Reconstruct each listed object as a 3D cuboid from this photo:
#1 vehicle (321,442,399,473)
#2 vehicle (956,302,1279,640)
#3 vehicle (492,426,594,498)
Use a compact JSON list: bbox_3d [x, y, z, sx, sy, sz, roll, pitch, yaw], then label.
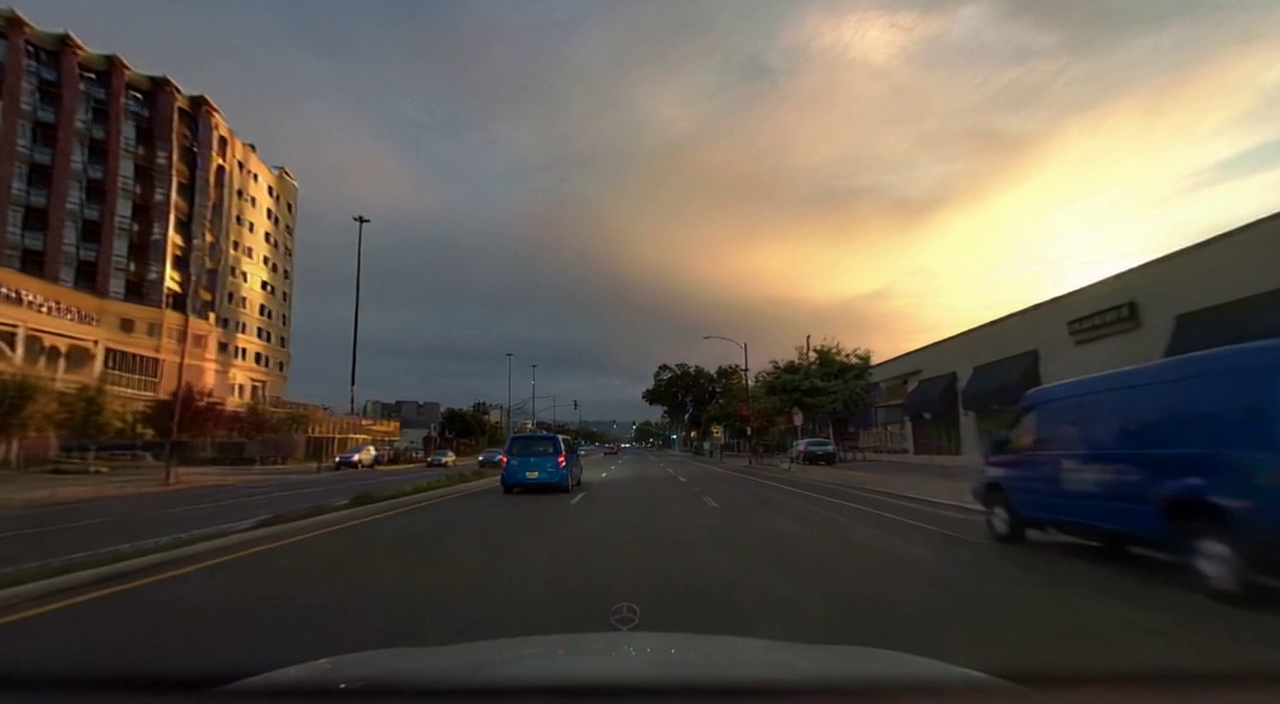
[{"bbox_3d":[-14.492,5.486,32.853,1.909,1.490,4.531,0,-8,1],"label":"vehicle"},{"bbox_3d":[6.300,1.200,6.751,2.642,2.582,6.157,0,-8,1],"label":"vehicle"},{"bbox_3d":[-2.481,2.929,17.089,2.080,1.722,3.766,0,-8,1],"label":"vehicle"}]
